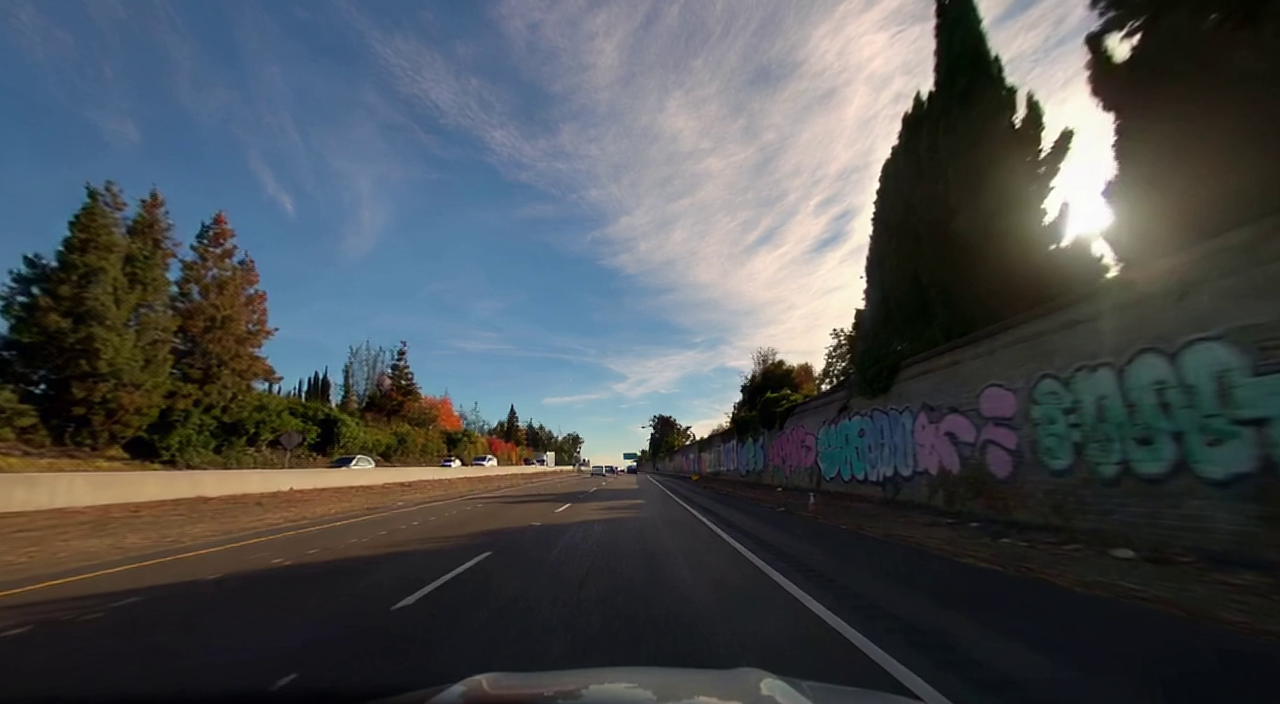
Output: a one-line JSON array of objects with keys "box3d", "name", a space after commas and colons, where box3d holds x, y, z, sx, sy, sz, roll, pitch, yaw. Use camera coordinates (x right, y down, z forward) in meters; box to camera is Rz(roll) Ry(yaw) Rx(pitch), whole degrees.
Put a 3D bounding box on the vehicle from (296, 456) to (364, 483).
[{"box3d": [-18.180, 6.929, 37.175, 1.783, 1.458, 4.435, 1, -10, 0], "name": "vehicle"}]
